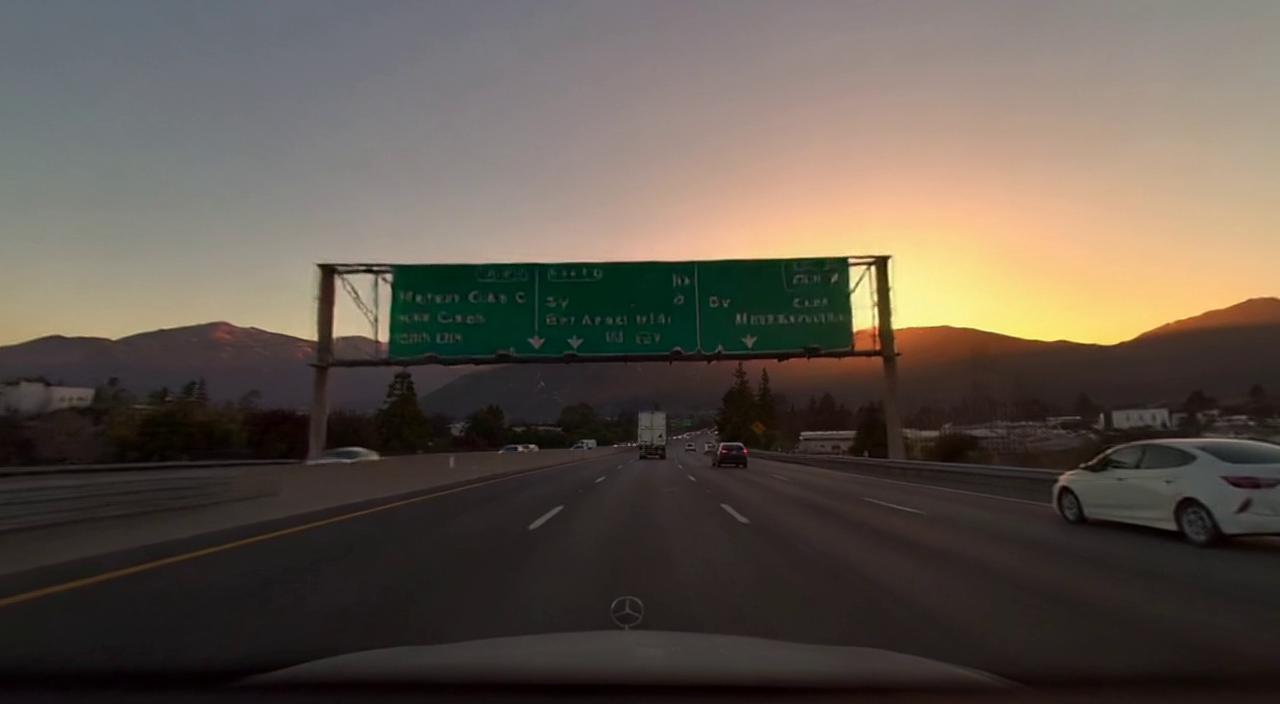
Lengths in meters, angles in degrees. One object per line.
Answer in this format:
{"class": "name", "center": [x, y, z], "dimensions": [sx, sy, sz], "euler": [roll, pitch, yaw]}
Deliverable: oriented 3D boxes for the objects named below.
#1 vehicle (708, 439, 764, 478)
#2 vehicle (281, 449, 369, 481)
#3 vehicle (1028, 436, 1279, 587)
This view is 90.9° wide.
{"class": "vehicle", "center": [4.237, 4.752, 28.441], "dimensions": [1.880, 1.624, 3.941], "euler": [0, -9, 0]}
{"class": "vehicle", "center": [-15.698, 5.630, 31.719], "dimensions": [1.914, 1.491, 4.688], "euler": [0, -9, 2]}
{"class": "vehicle", "center": [7.184, 1.808, 7.894], "dimensions": [1.982, 1.440, 4.171], "euler": [0, -9, 0]}
